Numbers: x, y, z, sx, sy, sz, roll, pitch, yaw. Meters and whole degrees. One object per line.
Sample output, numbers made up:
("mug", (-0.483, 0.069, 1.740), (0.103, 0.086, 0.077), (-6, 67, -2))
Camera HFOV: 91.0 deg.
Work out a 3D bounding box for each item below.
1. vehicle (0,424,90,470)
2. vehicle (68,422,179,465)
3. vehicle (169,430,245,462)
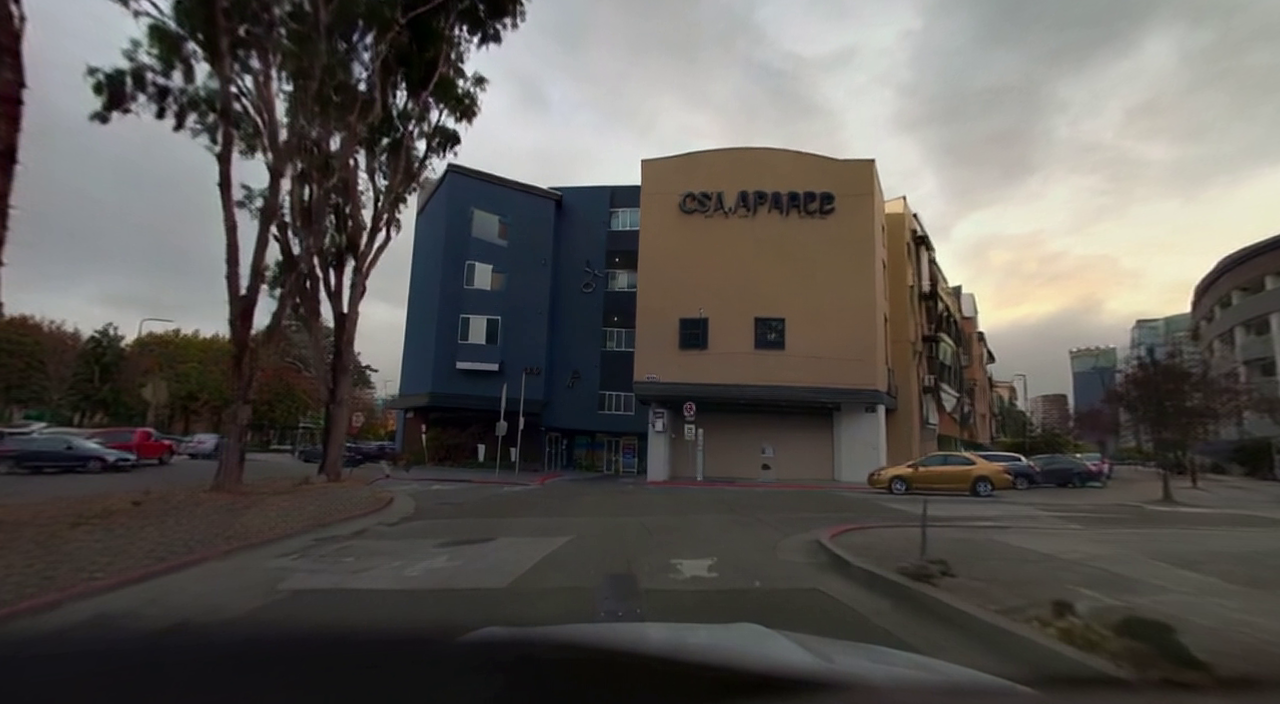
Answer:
("vehicle", (-22.291, 3.384, 22.460), (1.838, 1.518, 4.074), (0, -8, -5))
("vehicle", (-22.514, 4.085, 27.640), (1.675, 1.587, 3.980), (-1, -11, -5))
("vehicle", (-25.822, 5.595, 37.692), (1.870, 1.563, 4.039), (2, -5, -5))
